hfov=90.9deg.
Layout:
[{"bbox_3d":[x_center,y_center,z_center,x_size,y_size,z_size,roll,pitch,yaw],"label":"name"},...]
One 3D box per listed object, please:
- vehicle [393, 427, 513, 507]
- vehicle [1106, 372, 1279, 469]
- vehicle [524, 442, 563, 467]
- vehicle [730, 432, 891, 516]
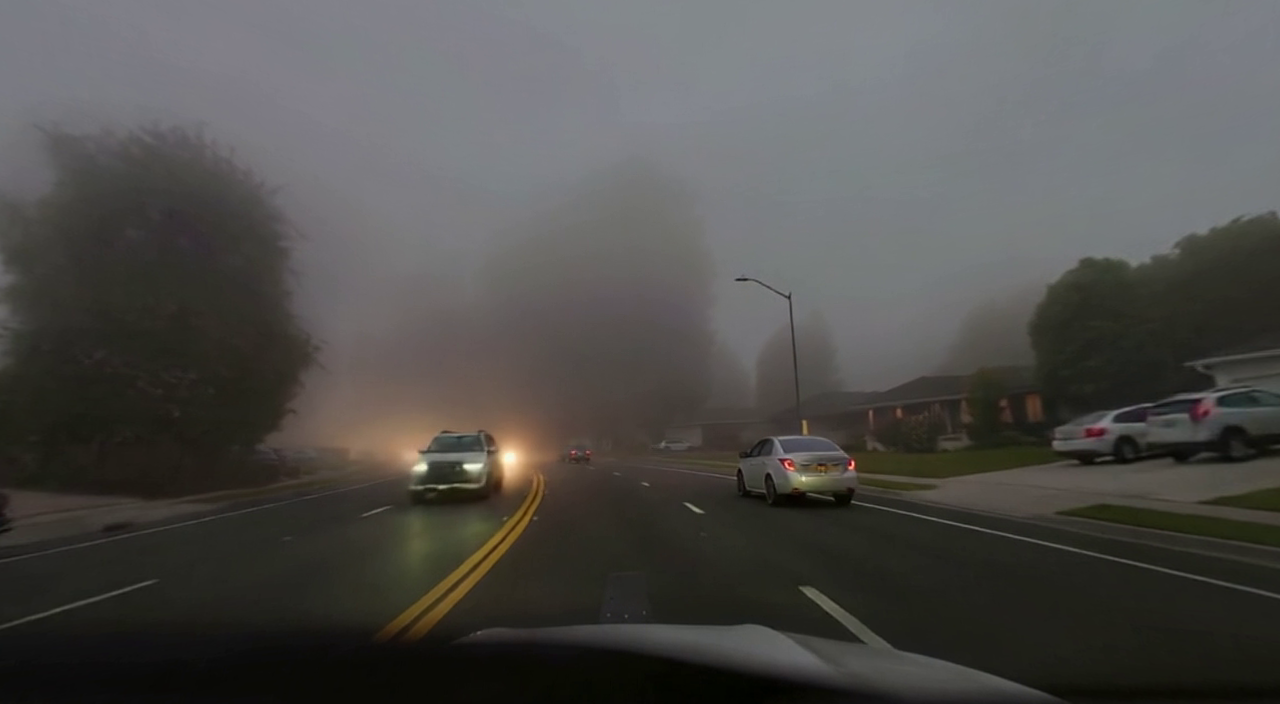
[{"bbox_3d":[-4.890,3.061,17.300,2.316,1.845,4.805,1,-8,-7],"label":"vehicle"},{"bbox_3d":[14.910,1.643,15.895,4.455,1.795,2.331,-7,-6,-7],"label":"vehicle"},{"bbox_3d":[-6.994,7.317,45.333,2.106,1.667,4.367,2,-9,-17],"label":"vehicle"},{"bbox_3d":[3.434,2.544,13.690,1.934,1.506,4.282,1,-8,-5],"label":"vehicle"}]
